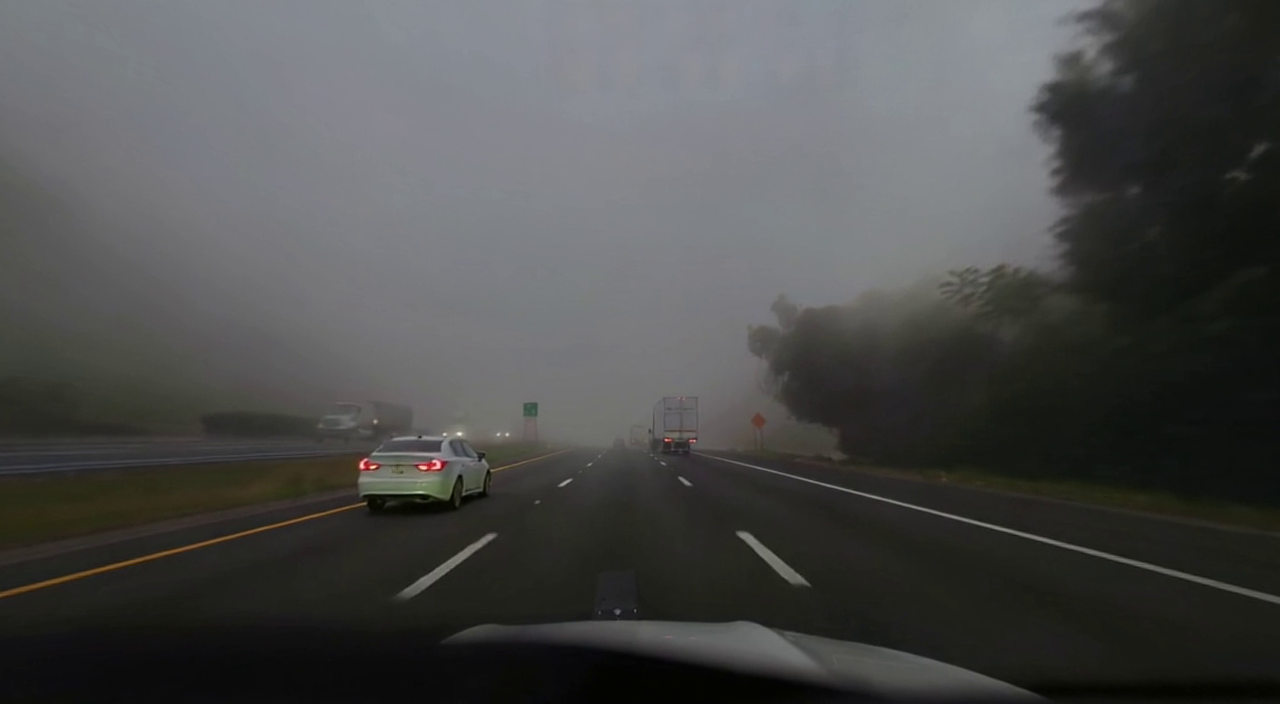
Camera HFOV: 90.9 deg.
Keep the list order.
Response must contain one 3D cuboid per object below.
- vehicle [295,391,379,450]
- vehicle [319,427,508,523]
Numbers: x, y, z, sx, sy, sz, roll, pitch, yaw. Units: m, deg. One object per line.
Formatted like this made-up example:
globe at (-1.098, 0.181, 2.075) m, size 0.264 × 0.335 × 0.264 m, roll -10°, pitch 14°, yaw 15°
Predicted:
vehicle at (-20.498, 4.741, 43.002) m, size 2.925 × 3.762 × 5.701 m, roll 0°, pitch -7°, yaw -1°
vehicle at (-3.906, 2.168, 11.826) m, size 1.971 × 1.444 × 4.401 m, roll 0°, pitch -8°, yaw -1°
